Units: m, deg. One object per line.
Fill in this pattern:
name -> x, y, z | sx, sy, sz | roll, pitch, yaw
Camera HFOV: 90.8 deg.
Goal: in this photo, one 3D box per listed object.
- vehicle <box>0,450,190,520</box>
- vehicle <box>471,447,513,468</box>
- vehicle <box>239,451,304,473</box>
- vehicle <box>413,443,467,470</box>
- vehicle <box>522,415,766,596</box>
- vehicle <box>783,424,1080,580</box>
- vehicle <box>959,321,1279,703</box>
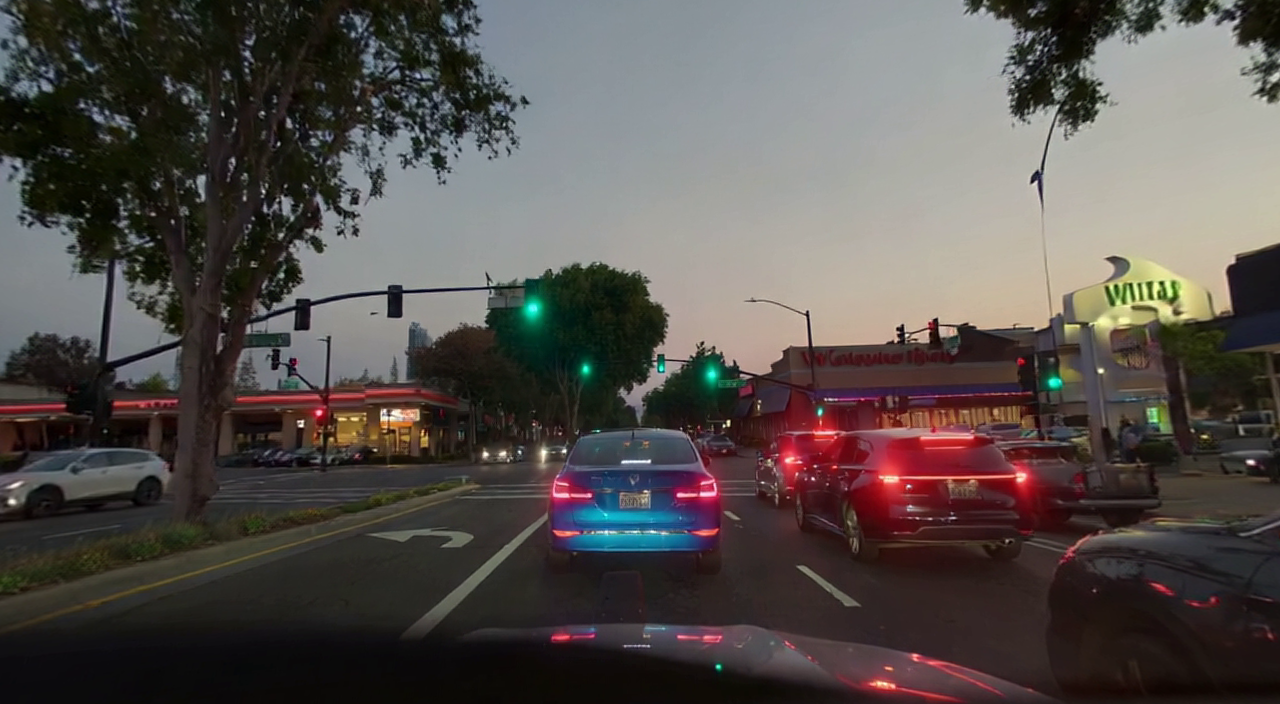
vehicle -> -15.390, 3.529, 17.385 | 2.269, 1.604, 4.265 | -3, -9, 17
vehicle -> -11.260, 8.002, 48.244 | 2.099, 1.478, 4.411 | 0, -9, 0
vehicle -> -28.597, 8.528, 49.176 | 4.205, 1.541, 1.780 | 4, -10, -28
vehicle -> -15.083, 7.895, 48.046 | 2.395, 1.903, 4.860 | -1, -9, 1
vehicle -> 0.012, 1.639, 7.533 | 2.154, 1.577, 3.723 | 0, -9, -1
vehicle -> 3.324, 1.782, 8.308 | 1.865, 1.496, 4.170 | 0, -9, 0
vehicle -> 2.979, 0.689, 1.575 | 2.075, 1.661, 4.401 | 0, -9, 1
